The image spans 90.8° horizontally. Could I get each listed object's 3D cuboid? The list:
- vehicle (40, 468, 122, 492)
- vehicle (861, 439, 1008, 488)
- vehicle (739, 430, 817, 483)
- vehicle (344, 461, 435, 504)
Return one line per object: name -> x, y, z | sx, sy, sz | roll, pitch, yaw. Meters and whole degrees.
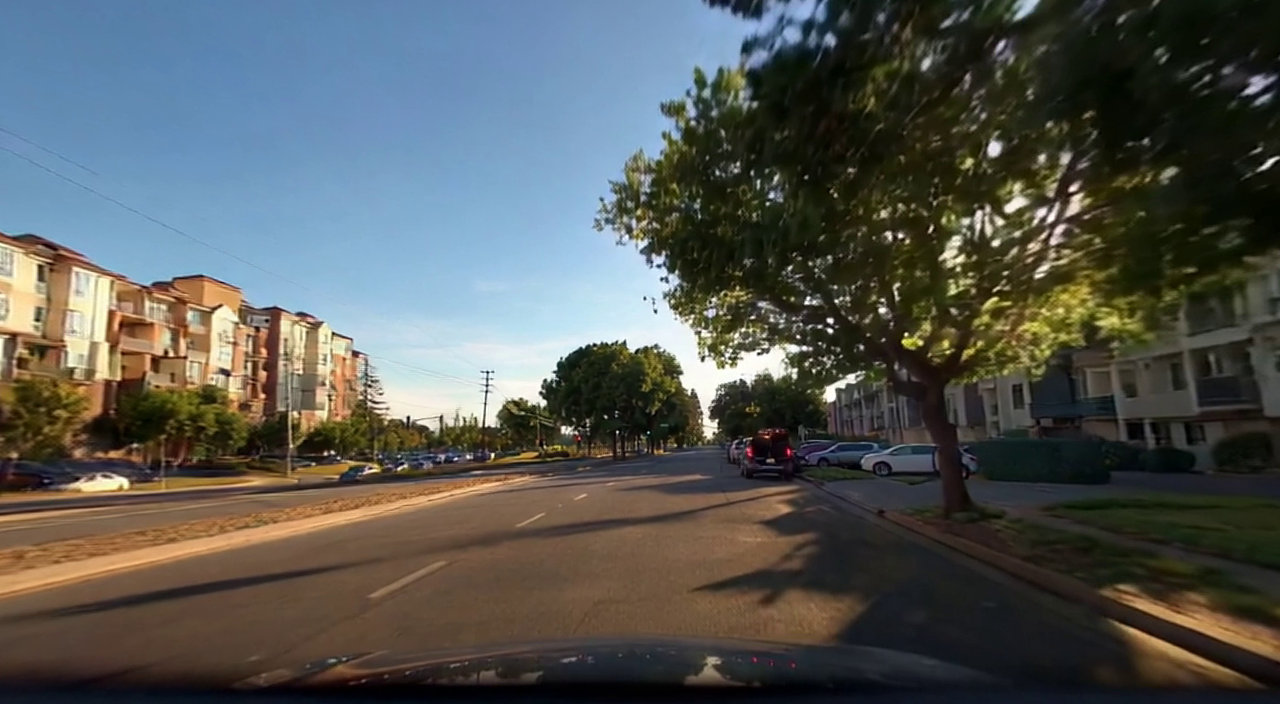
vehicle -> -43.730, 9.992, 49.579 | 1.946, 1.637, 4.683 | 0, -8, 3
vehicle -> 11.245, 4.242, 24.479 | 2.038, 1.680, 4.660 | 6, -10, -36
vehicle -> 5.294, 4.071, 24.902 | 2.359, 1.817, 4.985 | 0, -8, 5
vehicle -> -9.673, 5.034, 24.761 | 1.688, 1.424, 3.786 | -1, -8, 6
